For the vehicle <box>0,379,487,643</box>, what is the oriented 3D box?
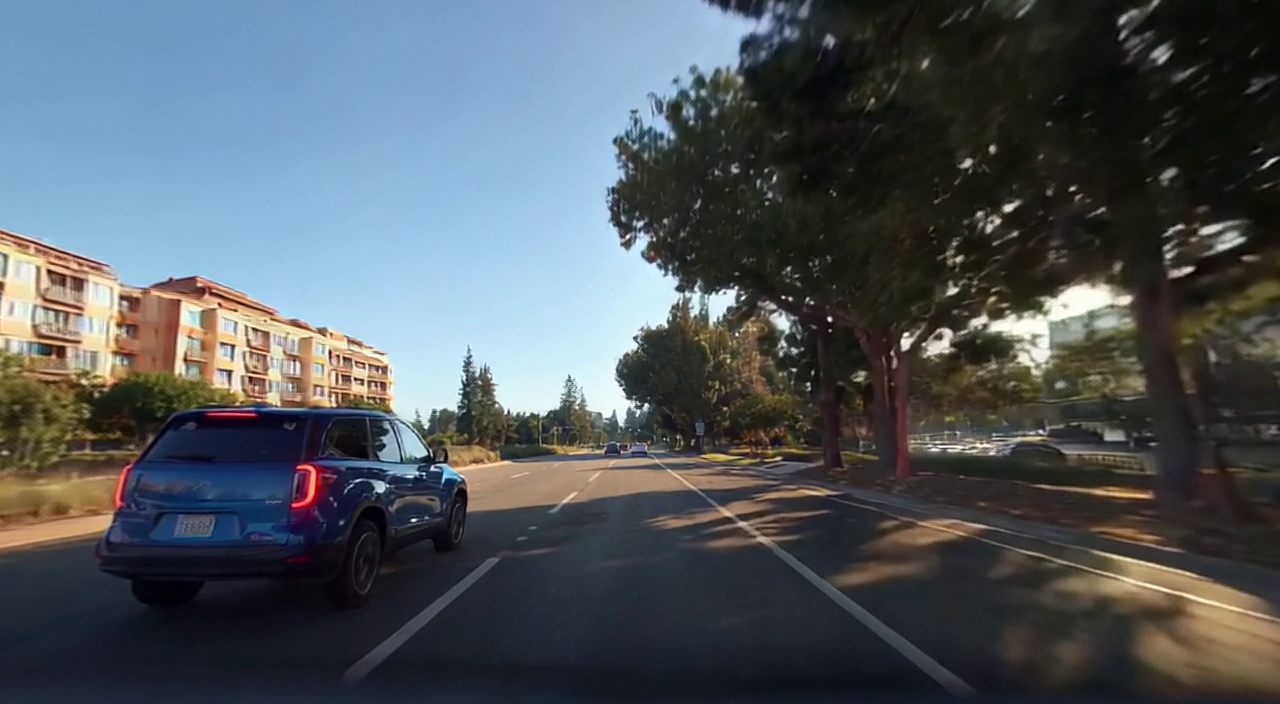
[{"bbox_3d":[-3.162,1.366,6.422,2.033,1.713,4.503,0,-8,0],"label":"vehicle"}]
